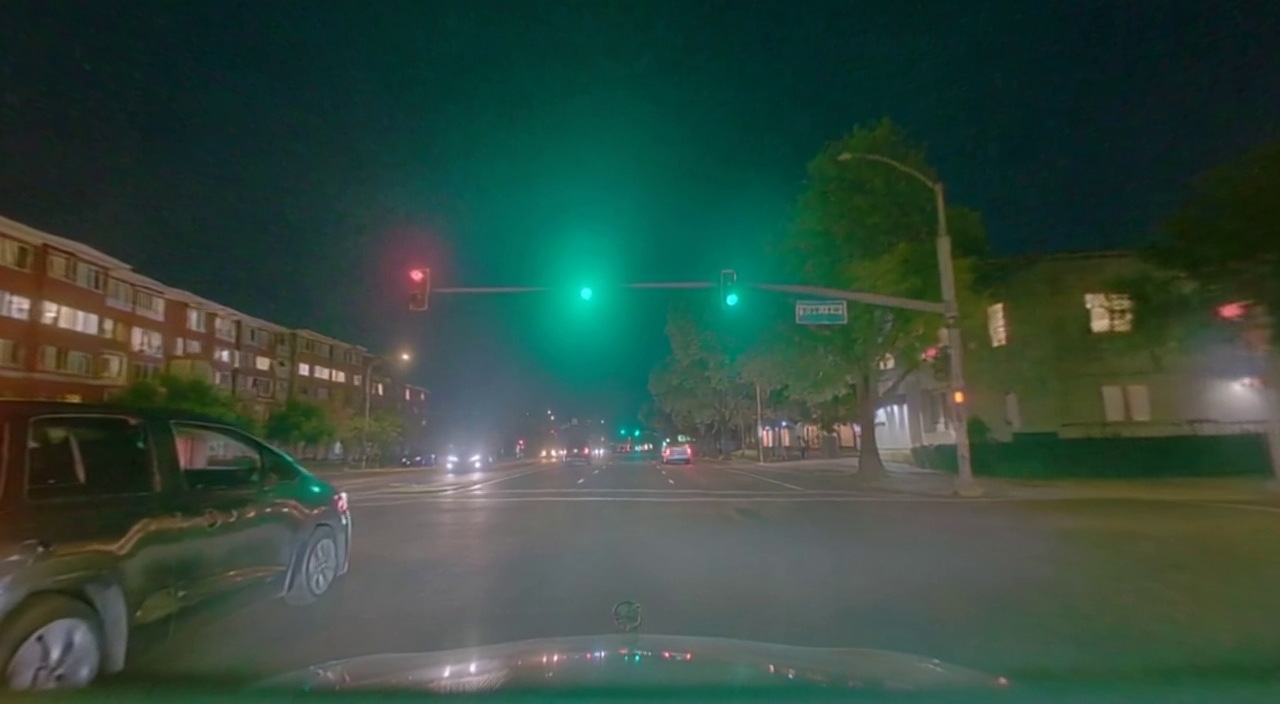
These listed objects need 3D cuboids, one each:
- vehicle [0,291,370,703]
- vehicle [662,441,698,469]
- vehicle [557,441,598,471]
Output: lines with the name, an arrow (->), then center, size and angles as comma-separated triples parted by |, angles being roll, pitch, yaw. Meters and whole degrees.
vehicle -> -3.778, 0.878, 3.492 | 2.225, 1.984, 5.168 | 0, -9, 1
vehicle -> 2.572, 6.766, 41.768 | 2.018, 1.719, 4.369 | 0, -9, -1
vehicle -> -3.782, 6.398, 39.006 | 2.083, 1.685, 4.069 | 0, -9, 1
